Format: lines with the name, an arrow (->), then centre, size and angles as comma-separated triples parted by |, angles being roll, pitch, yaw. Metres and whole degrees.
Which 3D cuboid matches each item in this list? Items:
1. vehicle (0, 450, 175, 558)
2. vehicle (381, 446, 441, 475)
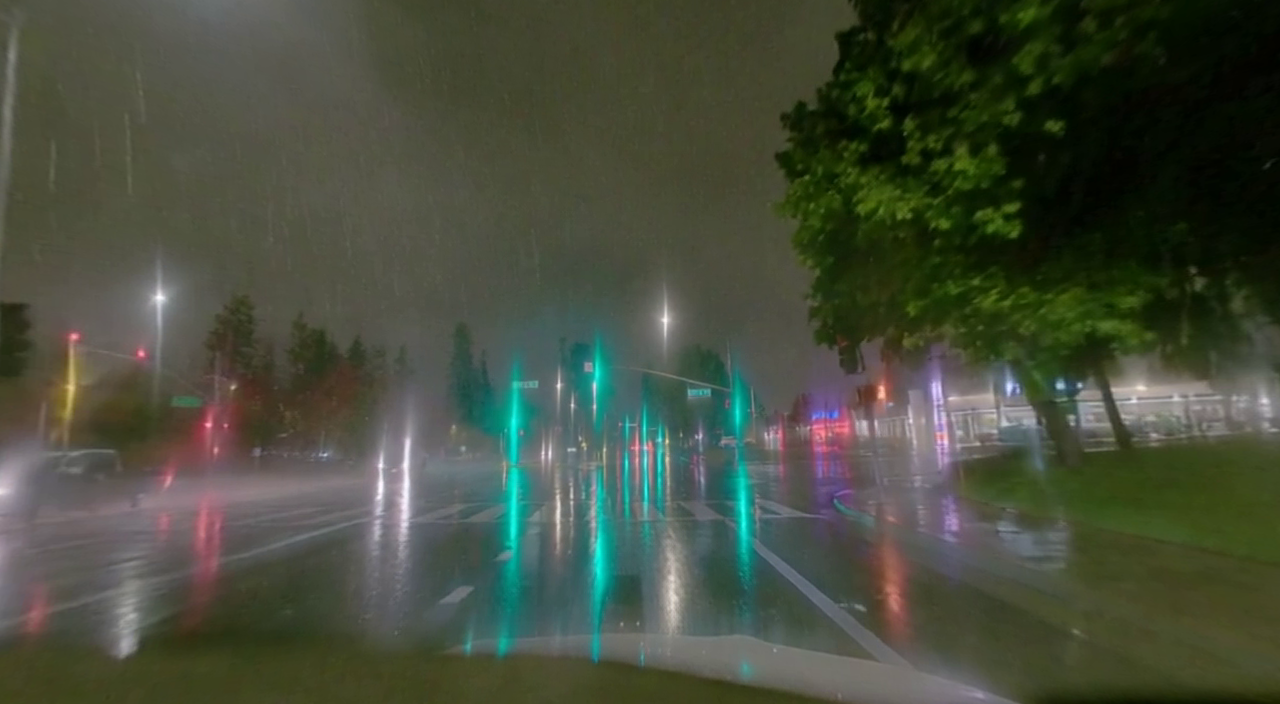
vehicle -> -10.444, 2.421, 10.435 | 2.121, 1.543, 4.349 | 0, -8, 1
vehicle -> -15.385, 7.287, 42.797 | 2.071, 1.800, 4.954 | -1, -8, 2
